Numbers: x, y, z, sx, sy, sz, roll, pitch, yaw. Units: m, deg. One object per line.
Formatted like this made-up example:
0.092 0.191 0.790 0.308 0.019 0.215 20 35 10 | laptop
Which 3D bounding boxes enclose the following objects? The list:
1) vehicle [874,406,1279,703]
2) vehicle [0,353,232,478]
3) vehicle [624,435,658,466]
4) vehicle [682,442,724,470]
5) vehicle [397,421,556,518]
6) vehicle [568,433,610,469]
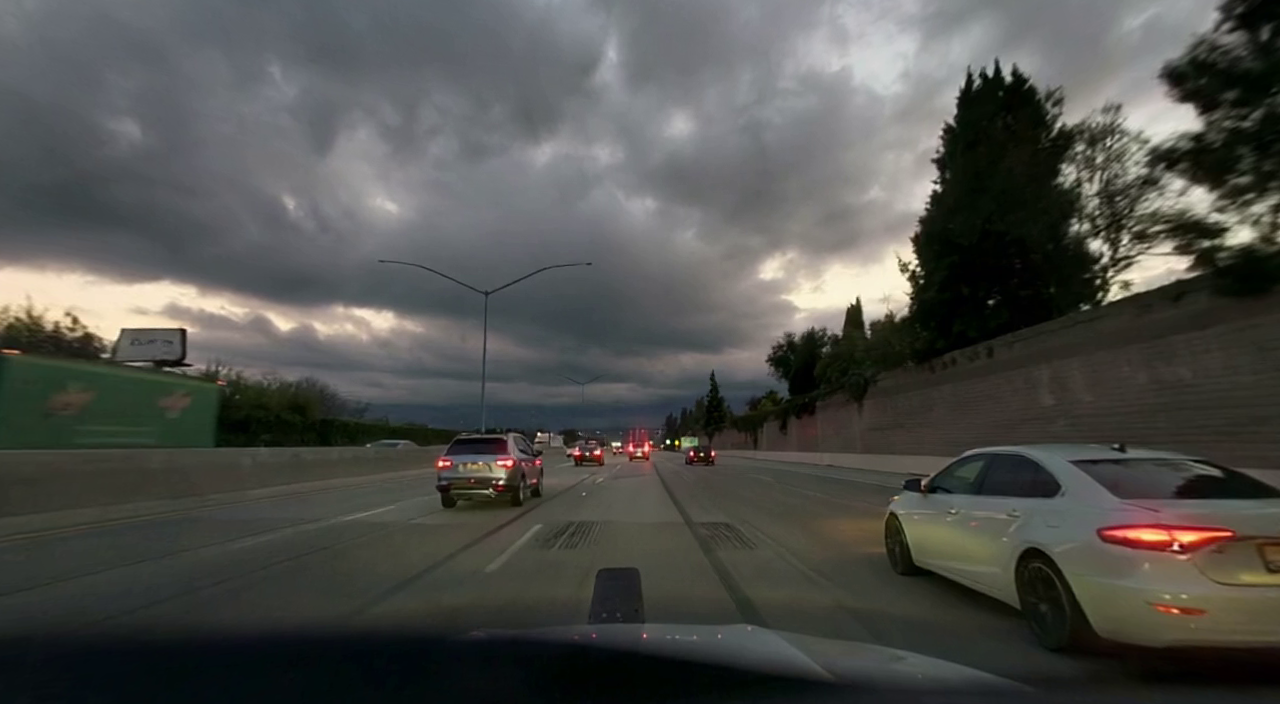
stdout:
3.598 1.327 4.644 1.916 1.566 4.611 0 -9 -1 | vehicle
-17.379 2.226 20.587 2.874 3.331 7.515 0 -9 0 | vehicle
0.050 7.640 49.043 2.485 2.215 5.199 0 -9 0 | vehicle
4.070 6.796 41.311 2.224 1.752 4.487 0 -9 -1 | vehicle
-3.487 2.652 14.761 2.184 1.819 5.441 0 -9 1 | vehicle
-3.294 6.521 41.480 2.378 2.214 4.352 0 -9 0 | vehicle
